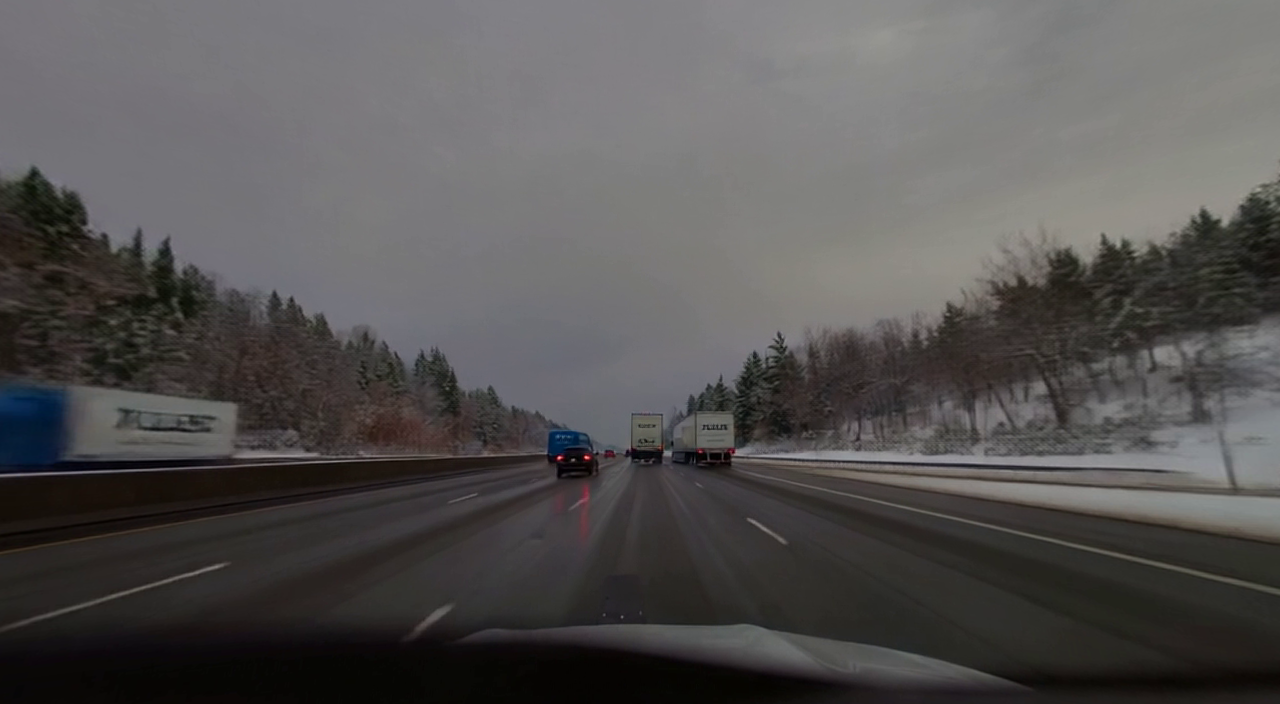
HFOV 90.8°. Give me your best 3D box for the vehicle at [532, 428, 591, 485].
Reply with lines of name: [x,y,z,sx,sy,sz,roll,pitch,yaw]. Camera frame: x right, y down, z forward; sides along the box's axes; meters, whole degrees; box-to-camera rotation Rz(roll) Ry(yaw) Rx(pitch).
vehicle: [-3.257,4.422,26.893,2.033,2.234,3.490,0,-9,0]

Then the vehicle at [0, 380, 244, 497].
vehicle: [-20.413,3.478,24.875,3.281,3.717,9.377,0,-9,1]

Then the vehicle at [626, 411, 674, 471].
vehicle: [0.627,6.813,47.832,3.201,4.019,10.918,0,-9,-1]
